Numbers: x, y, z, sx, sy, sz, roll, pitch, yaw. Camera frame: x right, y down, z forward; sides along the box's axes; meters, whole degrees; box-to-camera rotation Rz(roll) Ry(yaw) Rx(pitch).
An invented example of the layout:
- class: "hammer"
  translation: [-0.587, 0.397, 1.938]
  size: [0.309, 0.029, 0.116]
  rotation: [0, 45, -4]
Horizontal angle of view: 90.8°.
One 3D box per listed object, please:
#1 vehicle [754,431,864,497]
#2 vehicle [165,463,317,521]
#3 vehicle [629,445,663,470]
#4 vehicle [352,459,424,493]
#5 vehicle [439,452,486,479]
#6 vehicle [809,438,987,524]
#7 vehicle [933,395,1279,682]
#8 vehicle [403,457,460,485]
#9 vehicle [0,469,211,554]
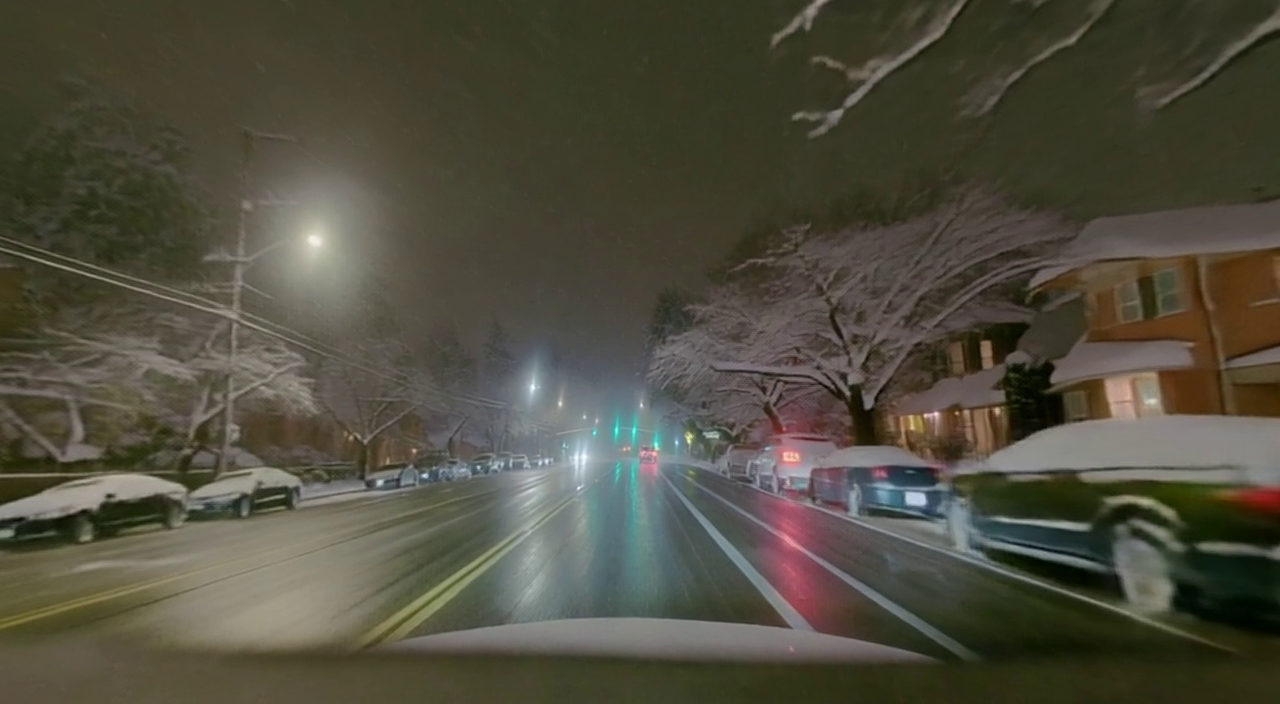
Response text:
- class: "vehicle"
  translation: [5.130, 3.486, 20.008]
  size: [2.078, 1.813, 4.827]
  rotation: [0, -9, -1]
- class: "vehicle"
  translation: [-12.359, 4.342, 20.029]
  size: [1.853, 1.497, 4.527]
  rotation: [0, -9, 0]
- class: "vehicle"
  translation: [0.328, 6.614, 39.810]
  size: [2.022, 1.471, 3.973]
  rotation: [0, -9, -1]
- class: "vehicle"
  translation: [-12.520, 6.146, 31.702]
  size: [1.877, 1.505, 4.125]
  rotation: [0, -9, 0]
- class: "vehicle"
  translation: [-12.163, 7.794, 43.602]
  size: [1.905, 1.503, 5.015]
  rotation: [-4, -8, -1]
- class: "vehicle"
  translation: [5.096, 2.602, 13.280]
  size: [1.839, 1.478, 4.459]
  rotation: [0, -9, 0]
- class: "vehicle"
  translation: [5.038, 1.413, 5.721]
  size: [2.217, 1.775, 4.960]
  rotation: [0, -8, -2]
- class: "vehicle"
  translation: [-12.299, 7.034, 37.639]
  size: [1.916, 1.463, 4.564]
  rotation: [0, -9, -1]
- class: "vehicle"
  translation: [-12.615, 3.553, 14.672]
  size: [1.969, 1.490, 4.675]
  rotation: [0, -9, 1]
